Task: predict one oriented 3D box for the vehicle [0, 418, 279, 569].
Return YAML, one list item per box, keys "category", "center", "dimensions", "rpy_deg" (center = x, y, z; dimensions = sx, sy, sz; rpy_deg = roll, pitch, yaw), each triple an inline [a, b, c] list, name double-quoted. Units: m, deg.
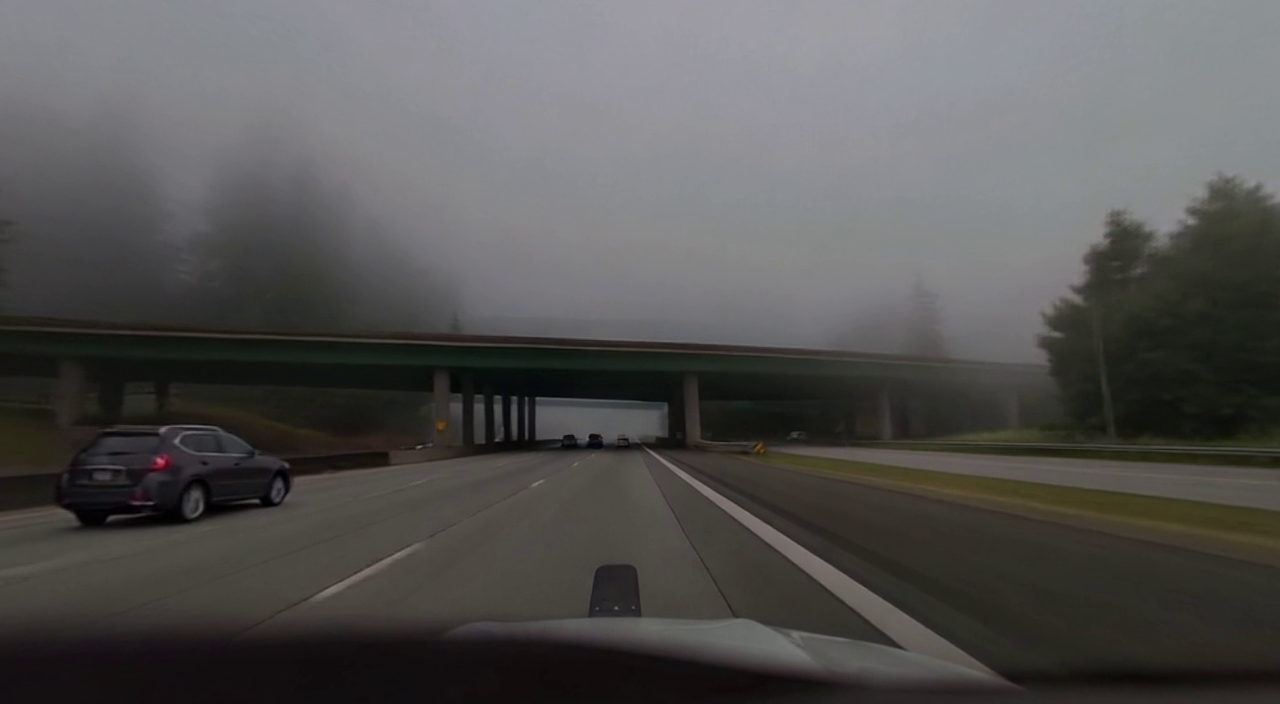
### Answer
- category: "vehicle"
  center: [-7.393, 1.749, 8.696]
  dimensions: [2.118, 1.524, 4.422]
  rpy_deg: [0, -8, 1]
